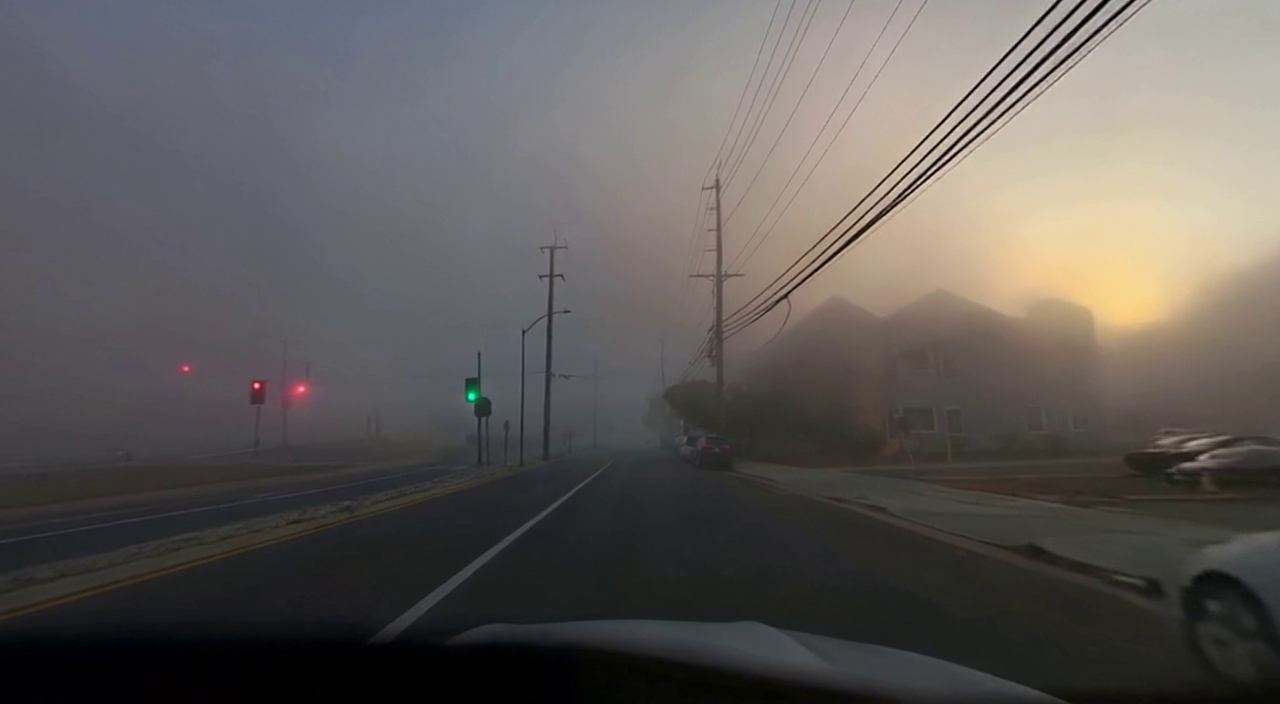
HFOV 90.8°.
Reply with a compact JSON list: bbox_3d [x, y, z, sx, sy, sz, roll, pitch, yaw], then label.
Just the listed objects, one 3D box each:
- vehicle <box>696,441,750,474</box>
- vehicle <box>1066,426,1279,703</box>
[{"bbox_3d":[3.855,4.994,30.114,1.785,1.441,4.458,0,-8,-2],"label":"vehicle"},{"bbox_3d":[4.101,0.958,2.244,1.994,1.422,4.595,0,-8,0],"label":"vehicle"}]
